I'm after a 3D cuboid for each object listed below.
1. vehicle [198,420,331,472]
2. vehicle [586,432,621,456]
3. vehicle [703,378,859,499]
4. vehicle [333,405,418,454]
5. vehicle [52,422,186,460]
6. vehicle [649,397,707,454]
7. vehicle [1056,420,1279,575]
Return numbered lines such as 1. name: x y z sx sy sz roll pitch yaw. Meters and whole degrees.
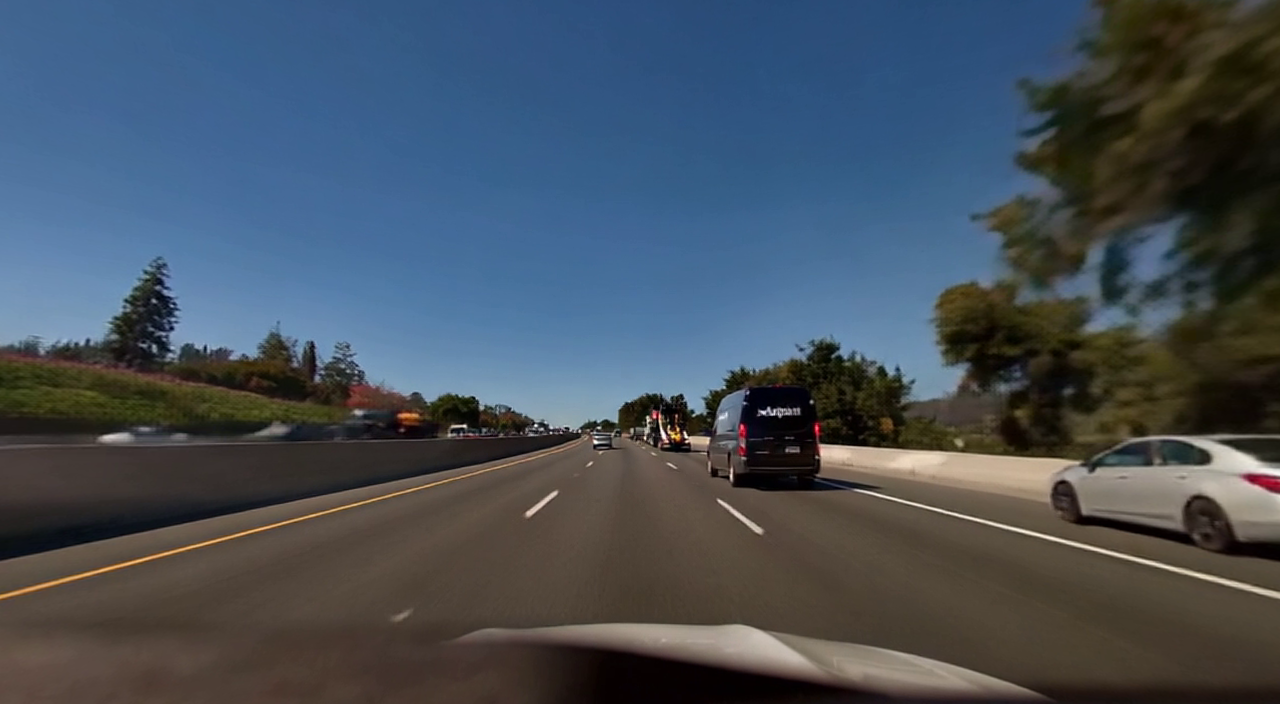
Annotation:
1. vehicle: -11.672 2.947 19.933 1.781 1.459 4.003 0 -8 -1
2. vehicle: -2.405 6.103 42.143 2.217 1.502 4.222 0 -8 -2
3. vehicle: 3.231 2.185 16.122 2.386 2.509 5.880 0 -8 -2
4. vehicle: -15.305 4.572 36.919 2.541 2.610 5.735 0 -8 -1
5. vehicle: -21.634 3.721 26.435 1.804 1.442 4.543 0 -8 -1
6. vehicle: 2.598 5.524 46.726 2.912 3.738 10.123 0 -8 -5
7. vehicle: 7.153 1.516 6.913 1.925 1.490 4.631 0 -8 -1
